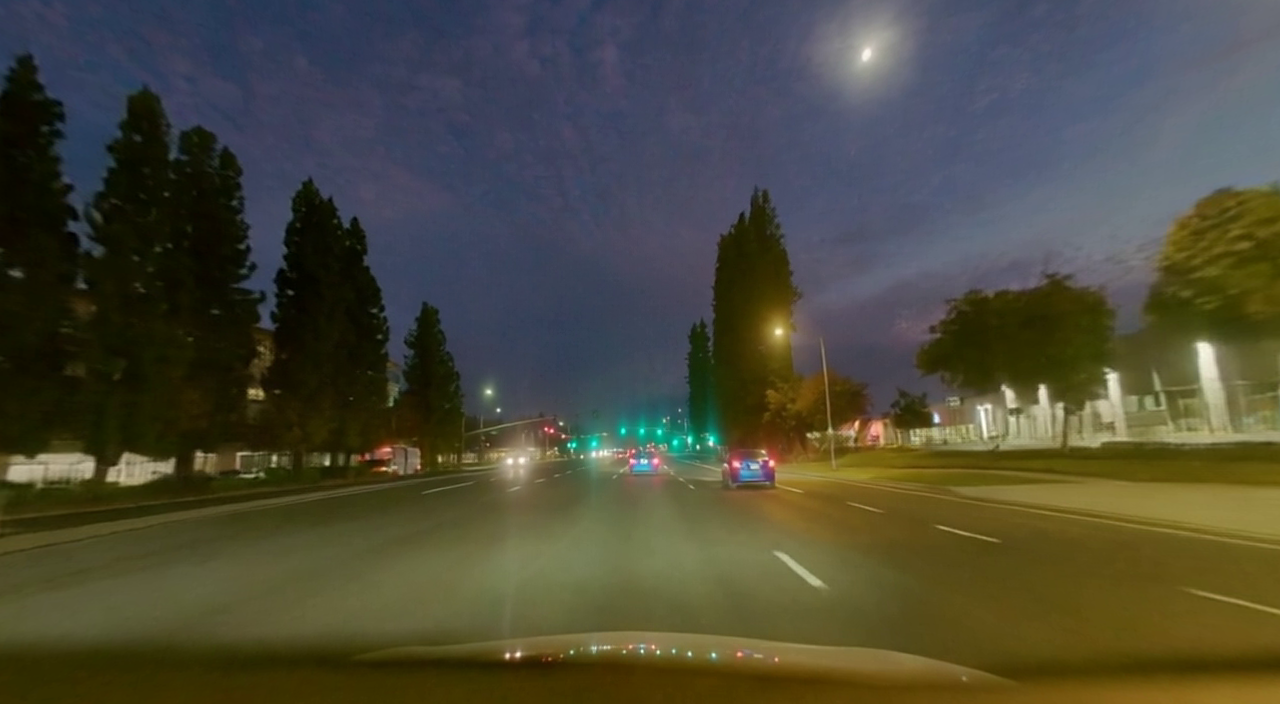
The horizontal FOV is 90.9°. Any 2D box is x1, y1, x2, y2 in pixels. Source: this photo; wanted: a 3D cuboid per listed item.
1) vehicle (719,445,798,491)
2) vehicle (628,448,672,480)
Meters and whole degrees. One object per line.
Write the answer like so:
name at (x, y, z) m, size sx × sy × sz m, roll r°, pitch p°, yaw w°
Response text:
vehicle at (4.236, 4.231, 23.300) m, size 2.067 × 1.497 × 4.327 m, roll 0°, pitch -9°, yaw 0°
vehicle at (0.465, 5.792, 32.884) m, size 2.144 × 1.505 × 4.128 m, roll 0°, pitch -9°, yaw 0°
